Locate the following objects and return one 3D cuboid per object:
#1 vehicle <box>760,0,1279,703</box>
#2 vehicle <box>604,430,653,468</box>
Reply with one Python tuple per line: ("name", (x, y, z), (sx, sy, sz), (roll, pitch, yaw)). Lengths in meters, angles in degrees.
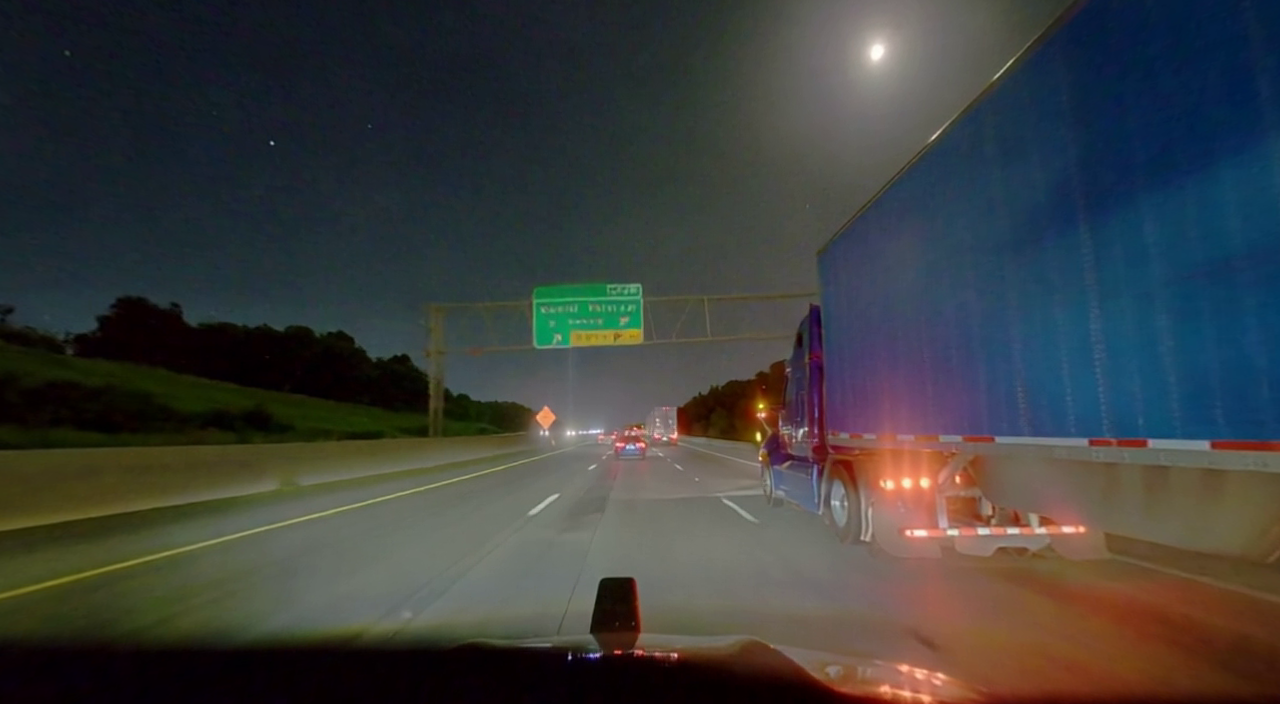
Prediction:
("vehicle", (3.529, 0.152, 4.602), (2.919, 3.634, 10.888), (0, -8, -1))
("vehicle", (-0.472, 4.081, 26.689), (1.929, 1.469, 3.677), (0, -8, -1))
